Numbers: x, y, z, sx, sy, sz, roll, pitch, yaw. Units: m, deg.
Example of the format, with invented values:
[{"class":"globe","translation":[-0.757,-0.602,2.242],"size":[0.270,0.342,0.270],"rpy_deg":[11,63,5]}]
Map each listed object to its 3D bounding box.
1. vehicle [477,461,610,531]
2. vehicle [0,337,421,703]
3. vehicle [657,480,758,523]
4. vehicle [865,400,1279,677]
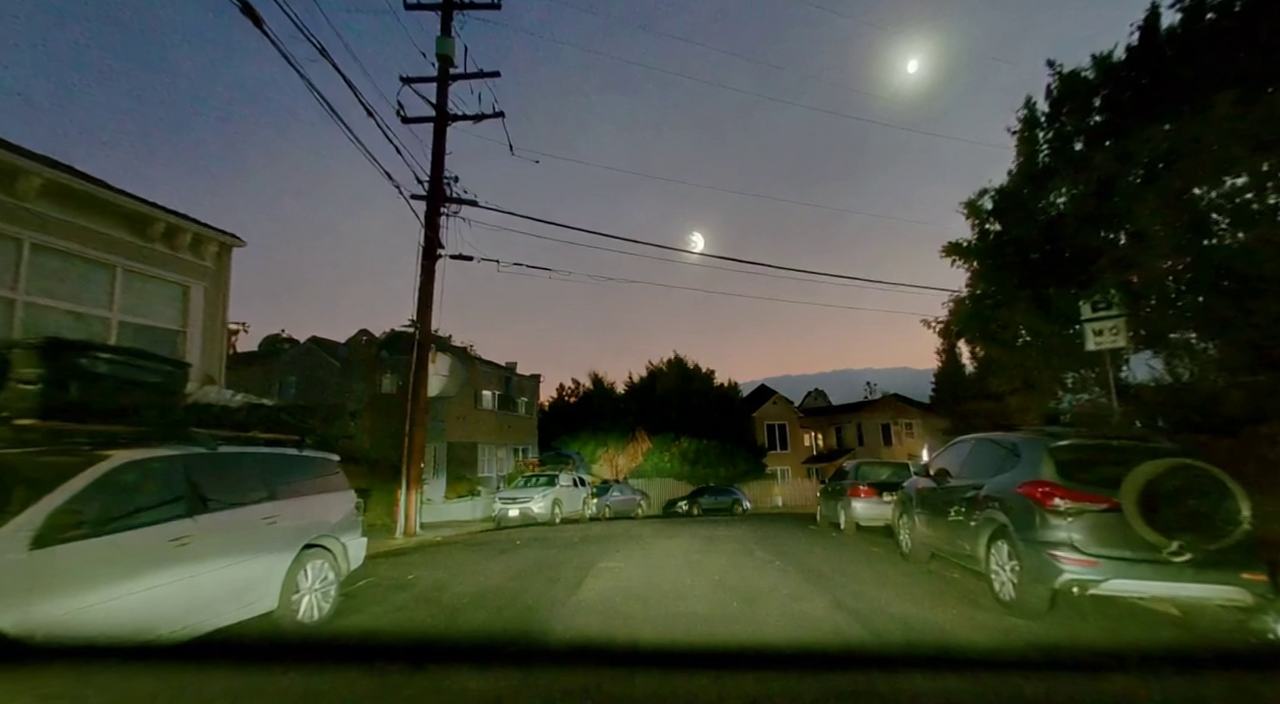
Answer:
[{"class":"vehicle","translation":[-2.559,4.090,18.415],"size":[2.247,1.702,5.043],"rpy_deg":[-2,-11,10]},{"class":"vehicle","translation":[-3.570,0.994,3.739],"size":[2.195,1.797,5.890],"rpy_deg":[0,-7,3]},{"class":"vehicle","translation":[3.098,6.742,28.776],"size":[4.217,1.547,2.082],"rpy_deg":[6,-10,-33]},{"class":"vehicle","translation":[4.125,1.614,6.775],"size":[1.899,1.877,4.668],"rpy_deg":[1,-8,3]}]
